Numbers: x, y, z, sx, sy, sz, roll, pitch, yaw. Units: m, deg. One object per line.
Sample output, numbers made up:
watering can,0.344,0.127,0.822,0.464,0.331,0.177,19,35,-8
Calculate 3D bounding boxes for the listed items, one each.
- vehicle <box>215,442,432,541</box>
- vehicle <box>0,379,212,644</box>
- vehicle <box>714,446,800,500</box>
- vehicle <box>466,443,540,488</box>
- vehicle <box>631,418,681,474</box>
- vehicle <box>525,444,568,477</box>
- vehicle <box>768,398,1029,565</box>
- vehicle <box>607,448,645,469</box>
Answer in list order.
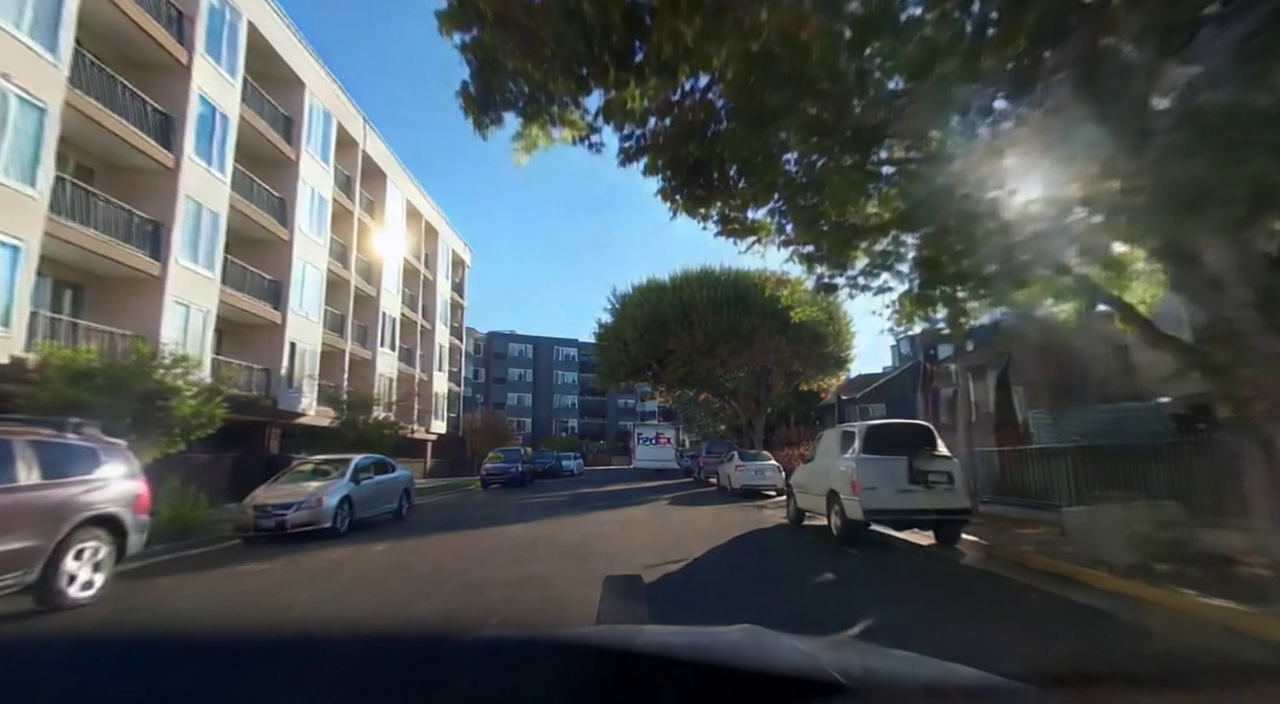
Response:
vehicle,-5.756,2.547,12.245,1.888,1.546,4.306,0,-8,1
vehicle,-5.672,1.133,4.430,2.098,1.894,4.616,0,-8,-1
vehicle,3.547,3.718,19.922,1.877,1.500,4.407,0,-8,0
vehicle,-5.722,4.775,26.974,2.089,1.757,4.256,0,-8,2
vehicle,0.898,6.189,41.671,2.930,3.275,8.180,0,-8,-1
vehicle,-5.580,6.503,38.191,2.020,1.867,4.654,0,-8,-1
vehicle,3.616,1.887,9.887,2.099,2.018,4.087,0,-8,-4
vehicle,-1.029,8.299,49.332,1.981,1.500,3.992,-2,-9,14
